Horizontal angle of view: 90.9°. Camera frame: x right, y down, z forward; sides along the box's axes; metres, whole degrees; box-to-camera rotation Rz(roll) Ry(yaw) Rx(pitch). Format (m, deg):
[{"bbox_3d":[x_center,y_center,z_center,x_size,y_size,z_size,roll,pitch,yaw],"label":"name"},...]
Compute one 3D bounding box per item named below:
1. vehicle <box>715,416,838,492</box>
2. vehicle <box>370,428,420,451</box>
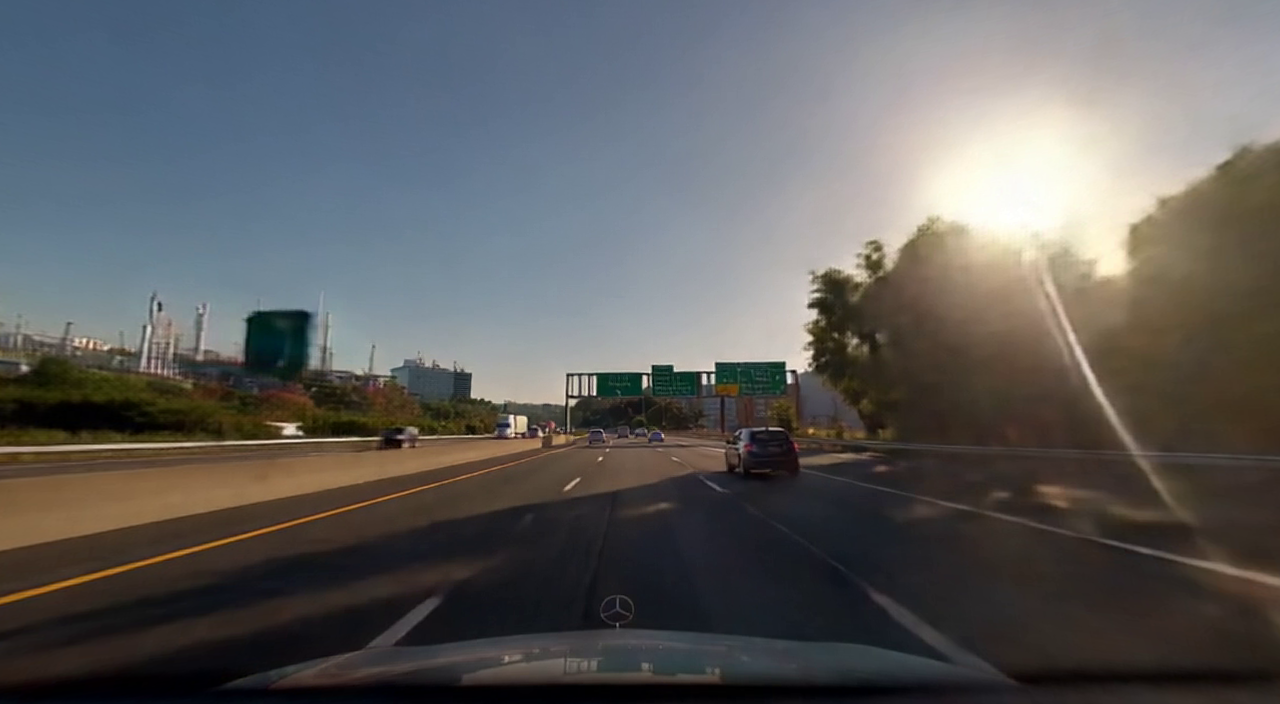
[{"bbox_3d":[3.218,2.507,15.811,2.022,1.637,4.229,0,-8,-2],"label":"vehicle"},{"bbox_3d":[-16.406,5.862,42.385,1.863,1.450,3.813,0,-8,-1],"label":"vehicle"}]
